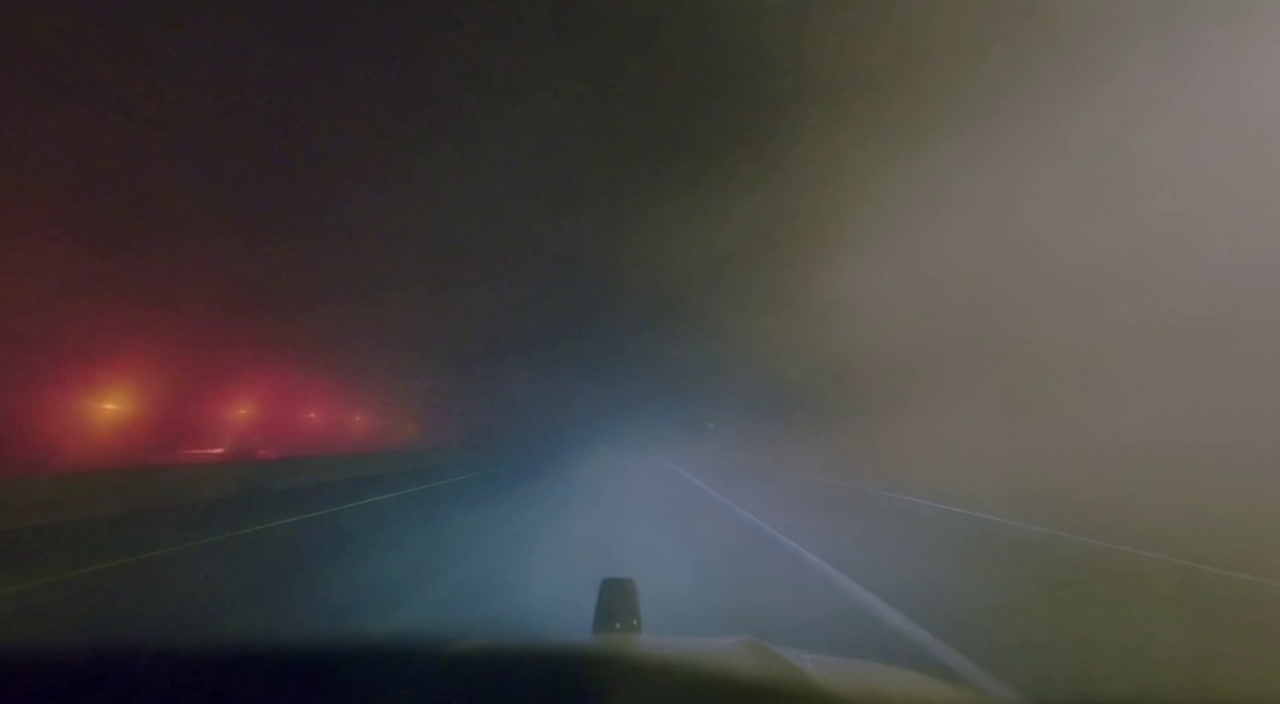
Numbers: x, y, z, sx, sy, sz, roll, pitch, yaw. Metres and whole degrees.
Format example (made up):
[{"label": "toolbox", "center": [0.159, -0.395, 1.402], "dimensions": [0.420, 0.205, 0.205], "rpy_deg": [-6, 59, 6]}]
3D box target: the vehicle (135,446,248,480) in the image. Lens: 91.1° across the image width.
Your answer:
[{"label": "vehicle", "center": [-23.221, 5.738, 32.864], "dimensions": [2.297, 1.572, 4.953], "rpy_deg": [-1, -8, -1]}]
